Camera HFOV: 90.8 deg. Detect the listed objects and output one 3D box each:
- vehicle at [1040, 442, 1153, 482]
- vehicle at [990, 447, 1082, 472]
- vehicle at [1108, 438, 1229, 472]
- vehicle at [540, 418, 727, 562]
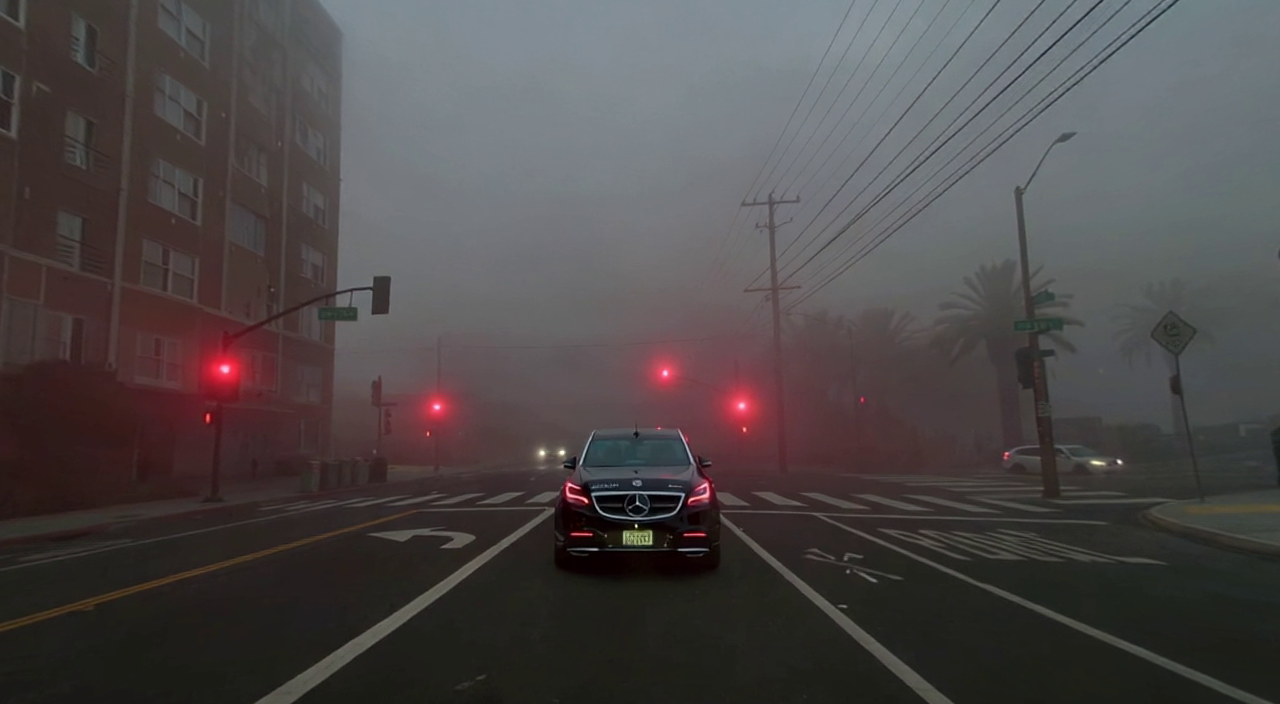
[{"bbox_3d":[20.065,4.798,27.797,4.118,1.593,2.004,3,-9,-21],"label":"vehicle"},{"bbox_3d":[24.207,6.587,38.702,4.417,1.462,1.761,0,-8,-1],"label":"vehicle"},{"bbox_3d":[28.526,5.563,34.222,4.649,1.760,2.029,-1,-8,2],"label":"vehicle"},{"bbox_3d":[-0.081,1.874,9.236,2.144,1.643,3.770,0,-8,0],"label":"vehicle"}]
